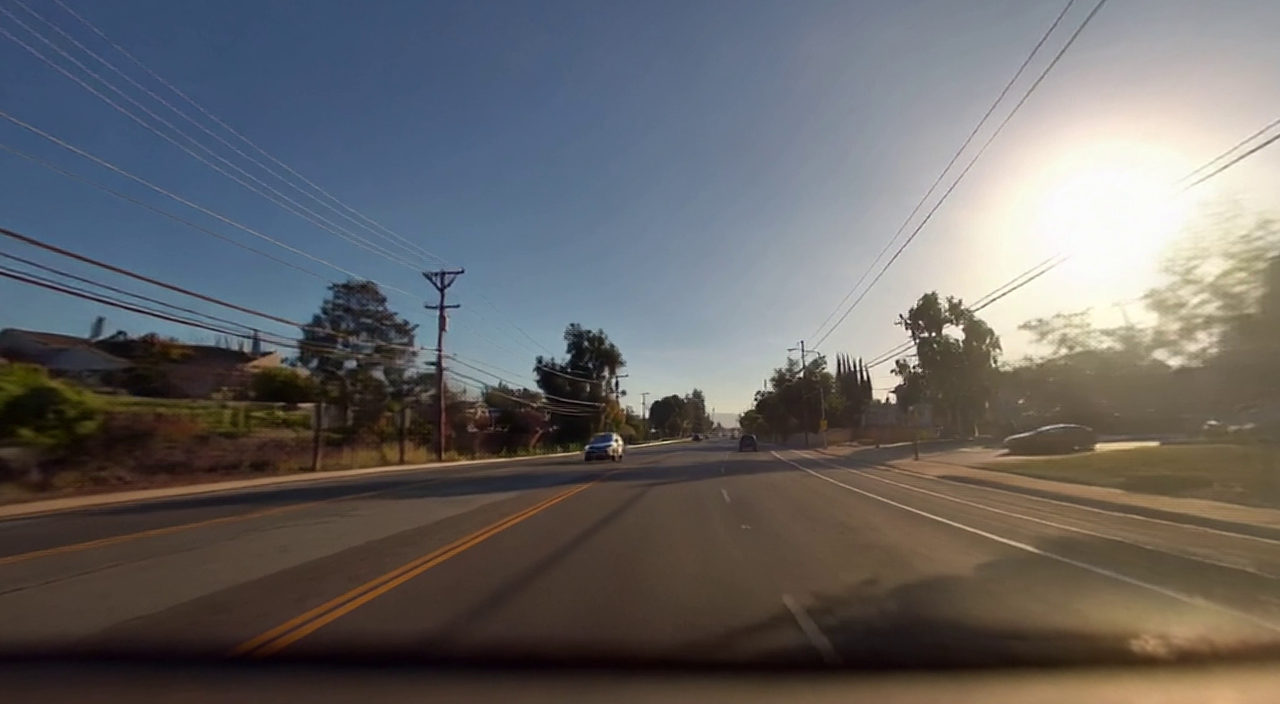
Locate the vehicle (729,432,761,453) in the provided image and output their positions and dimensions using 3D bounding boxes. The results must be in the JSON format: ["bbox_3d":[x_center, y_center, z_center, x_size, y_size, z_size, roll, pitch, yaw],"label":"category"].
[{"bbox_3d":[7.884,6.840,47.520,1.982,1.451,4.152,-1,-8,5],"label":"vehicle"}]

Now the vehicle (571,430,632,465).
[{"bbox_3d":[-1.703,4.495,29.718,1.974,1.479,4.392,-2,-9,9],"label":"vehicle"}]

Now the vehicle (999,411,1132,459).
[{"bbox_3d":[19.251,3.835,28.768,4.687,1.805,2.130,-9,-11,32],"label":"vehicle"}]
